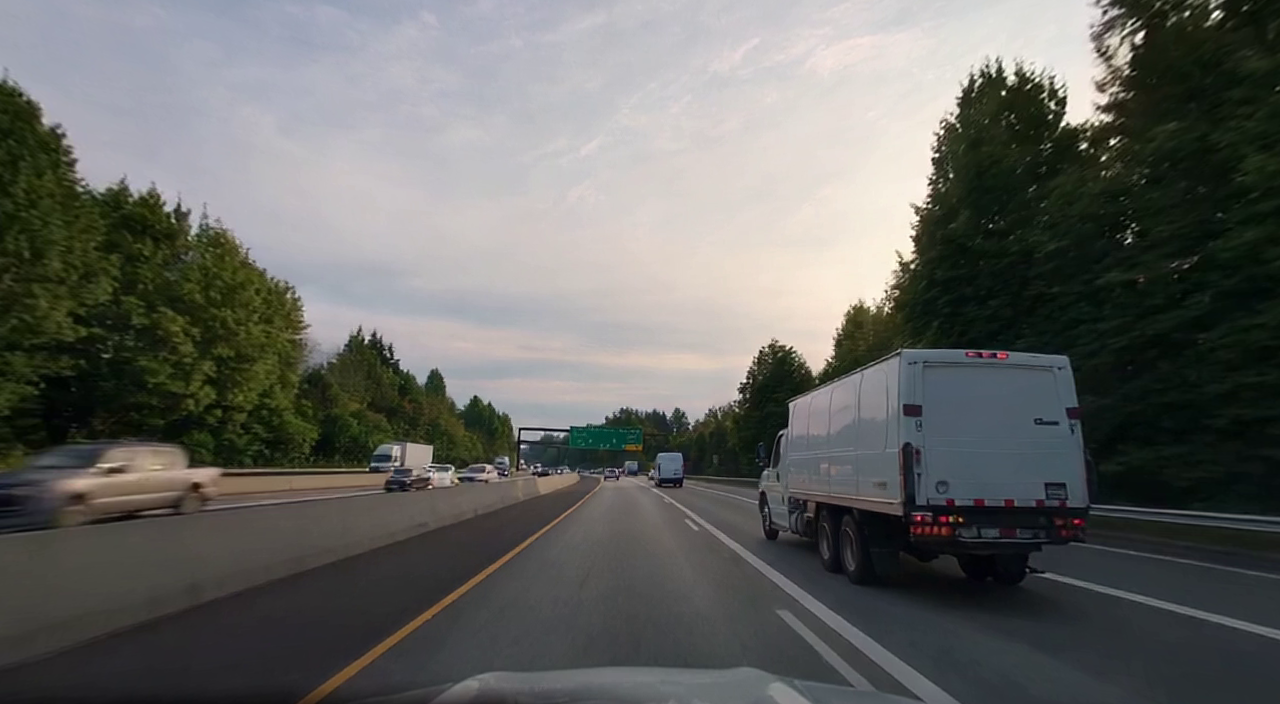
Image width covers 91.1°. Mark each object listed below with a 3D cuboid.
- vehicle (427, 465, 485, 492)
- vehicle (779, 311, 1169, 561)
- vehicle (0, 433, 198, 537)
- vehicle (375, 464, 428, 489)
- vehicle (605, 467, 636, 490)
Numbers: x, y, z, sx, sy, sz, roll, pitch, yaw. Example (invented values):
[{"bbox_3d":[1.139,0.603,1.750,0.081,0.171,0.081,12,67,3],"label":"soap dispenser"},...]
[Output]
[{"bbox_3d":[-11.146,7.690,38.503,2.184,1.496,4.687,1,-10,-1],"label":"vehicle"},{"bbox_3d":[7.037,2.623,17.540,2.866,4.102,14.351,1,-10,-1],"label":"vehicle"},{"bbox_3d":[-10.876,2.401,11.650,2.007,1.564,4.585,1,-10,0],"label":"vehicle"},{"bbox_3d":[-14.626,7.664,38.763,1.843,1.455,3.763,1,-10,-1],"label":"vehicle"},{"bbox_3d":[-1.403,8.953,44.657,2.106,1.524,4.381,1,-10,-2],"label":"vehicle"}]
